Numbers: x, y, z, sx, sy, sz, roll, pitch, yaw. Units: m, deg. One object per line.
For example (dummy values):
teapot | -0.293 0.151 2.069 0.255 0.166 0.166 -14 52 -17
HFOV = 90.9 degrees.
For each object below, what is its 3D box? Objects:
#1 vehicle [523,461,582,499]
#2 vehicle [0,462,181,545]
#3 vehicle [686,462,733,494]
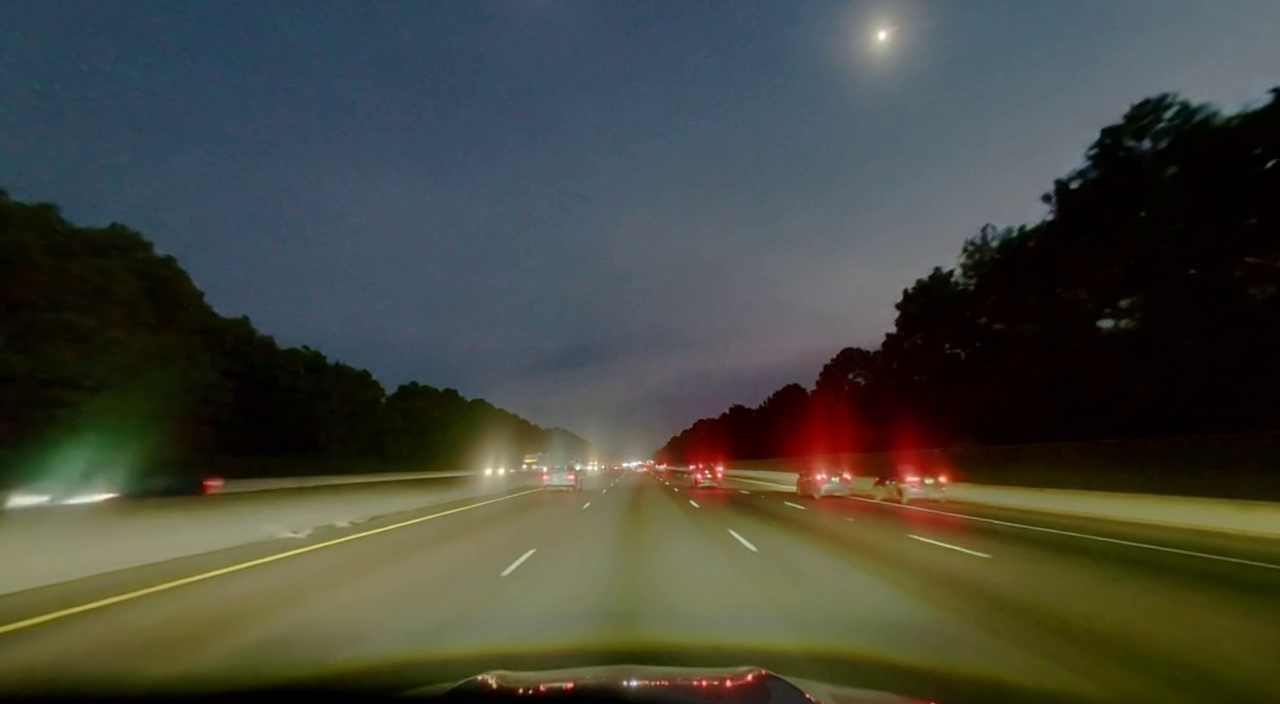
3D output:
vehicle | -3.714 5.503 27.371 2.000 1.484 3.995 1 -11 -1
vehicle | -12.455 3.095 13.392 1.913 1.457 4.579 1 -11 0
vehicle | 3.591 6.626 33.263 1.981 1.516 4.109 1 -10 -1
